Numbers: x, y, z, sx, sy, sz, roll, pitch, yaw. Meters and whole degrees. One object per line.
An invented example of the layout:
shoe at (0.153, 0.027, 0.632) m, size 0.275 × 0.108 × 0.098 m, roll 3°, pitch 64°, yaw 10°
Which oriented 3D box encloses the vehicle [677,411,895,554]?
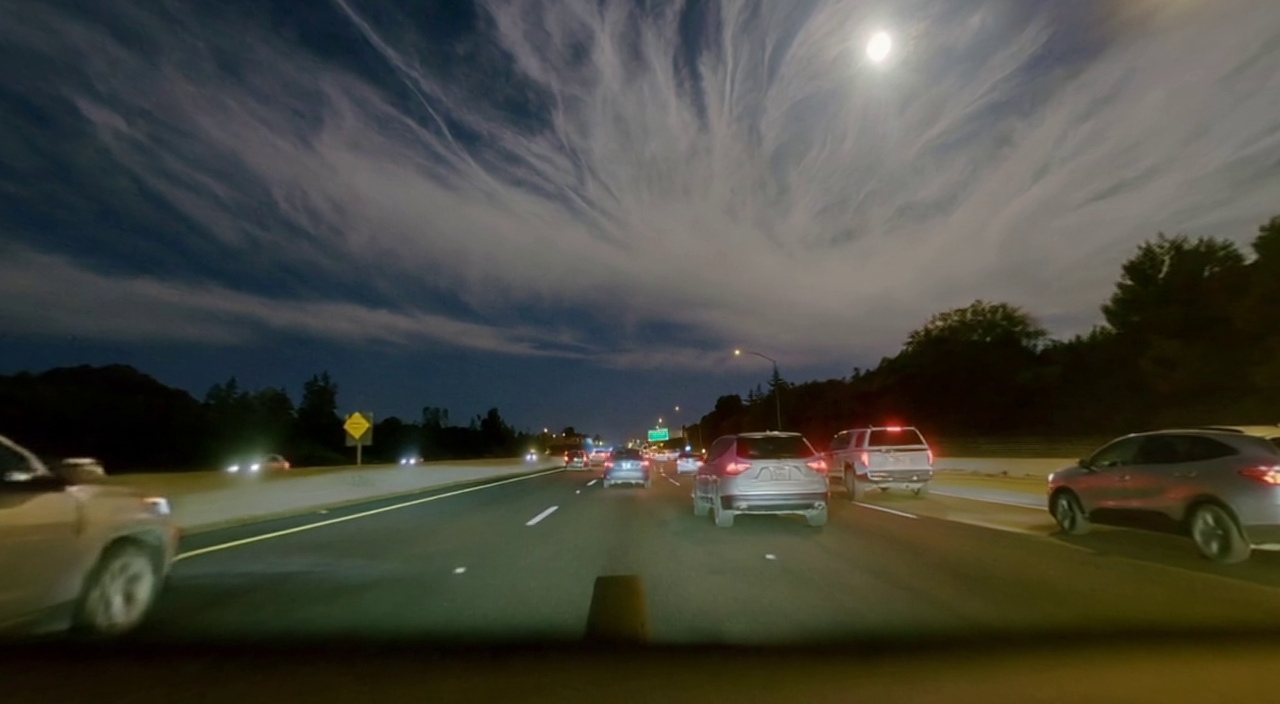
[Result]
vehicle at (1.932, 1.917, 9.846) m, size 2.230 × 1.740 × 3.976 m, roll 1°, pitch -9°, yaw -4°

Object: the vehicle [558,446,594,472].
vehicle at (-4.158, 7.019, 41.586) m, size 1.889 × 1.600 × 4.043 m, roll 0°, pitch -9°, yaw 1°

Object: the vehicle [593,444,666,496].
vehicle at (-0.283, 3.781, 20.556) m, size 2.157 × 1.495 × 4.038 m, roll 0°, pitch -9°, yaw 1°

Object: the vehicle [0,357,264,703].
vehicle at (-4.277, 0.881, 3.007) m, size 2.047 × 1.755 × 4.638 m, roll 0°, pitch -9°, yaw 0°

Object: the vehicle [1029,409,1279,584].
vehicle at (7.089, 1.616, 7.535) m, size 1.972 × 1.647 × 4.429 m, roll 0°, pitch -9°, yaw -1°
